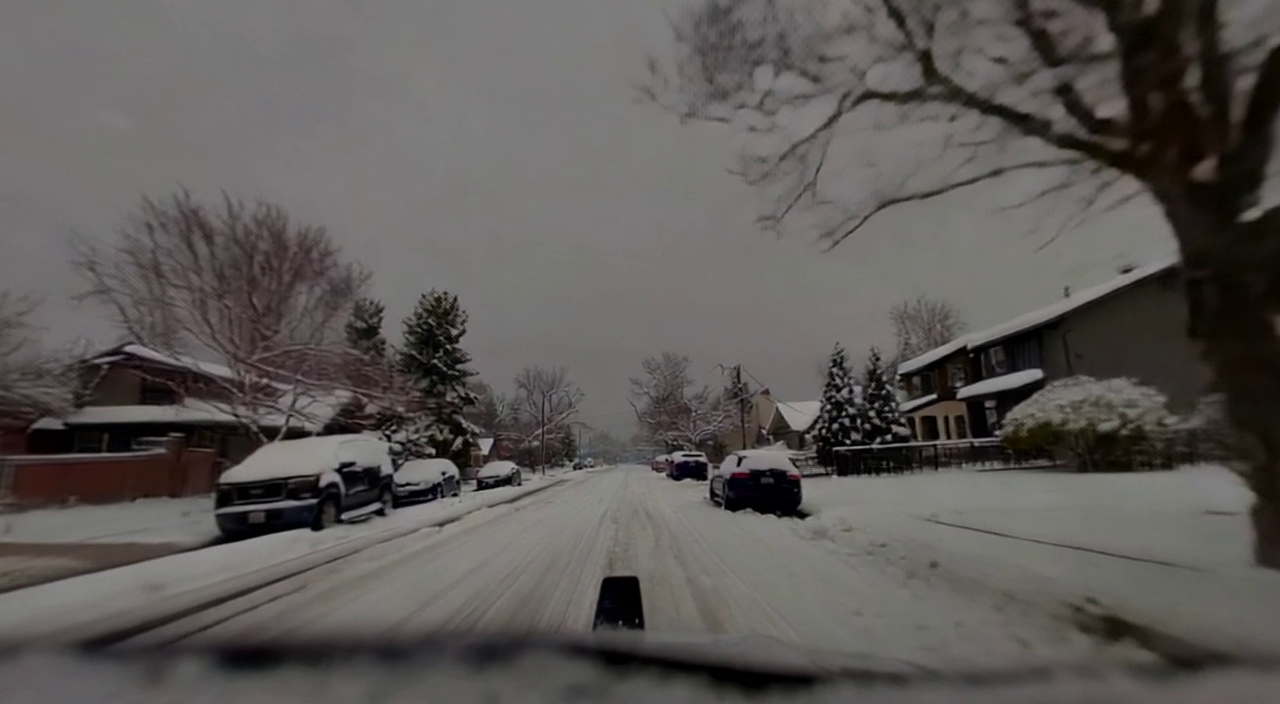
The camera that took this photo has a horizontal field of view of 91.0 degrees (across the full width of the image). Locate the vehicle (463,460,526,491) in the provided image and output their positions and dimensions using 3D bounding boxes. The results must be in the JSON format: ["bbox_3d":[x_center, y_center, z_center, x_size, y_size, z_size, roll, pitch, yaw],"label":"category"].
[{"bbox_3d":[-7.445,6.436,32.659,2.071,1.481,4.425,0,-11,1],"label":"vehicle"}]

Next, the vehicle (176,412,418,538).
[{"bbox_3d":[-7.168,2.830,14.208,2.408,2.201,5.646,-1,-13,-2],"label":"vehicle"}]

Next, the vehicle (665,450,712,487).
[{"bbox_3d":[2.657,6.519,35.633,2.262,1.870,4.948,0,-8,0],"label":"vehicle"}]

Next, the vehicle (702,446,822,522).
[{"bbox_3d":[2.894,3.229,16.059,2.050,1.598,4.590,0,-8,-1],"label":"vehicle"}]
